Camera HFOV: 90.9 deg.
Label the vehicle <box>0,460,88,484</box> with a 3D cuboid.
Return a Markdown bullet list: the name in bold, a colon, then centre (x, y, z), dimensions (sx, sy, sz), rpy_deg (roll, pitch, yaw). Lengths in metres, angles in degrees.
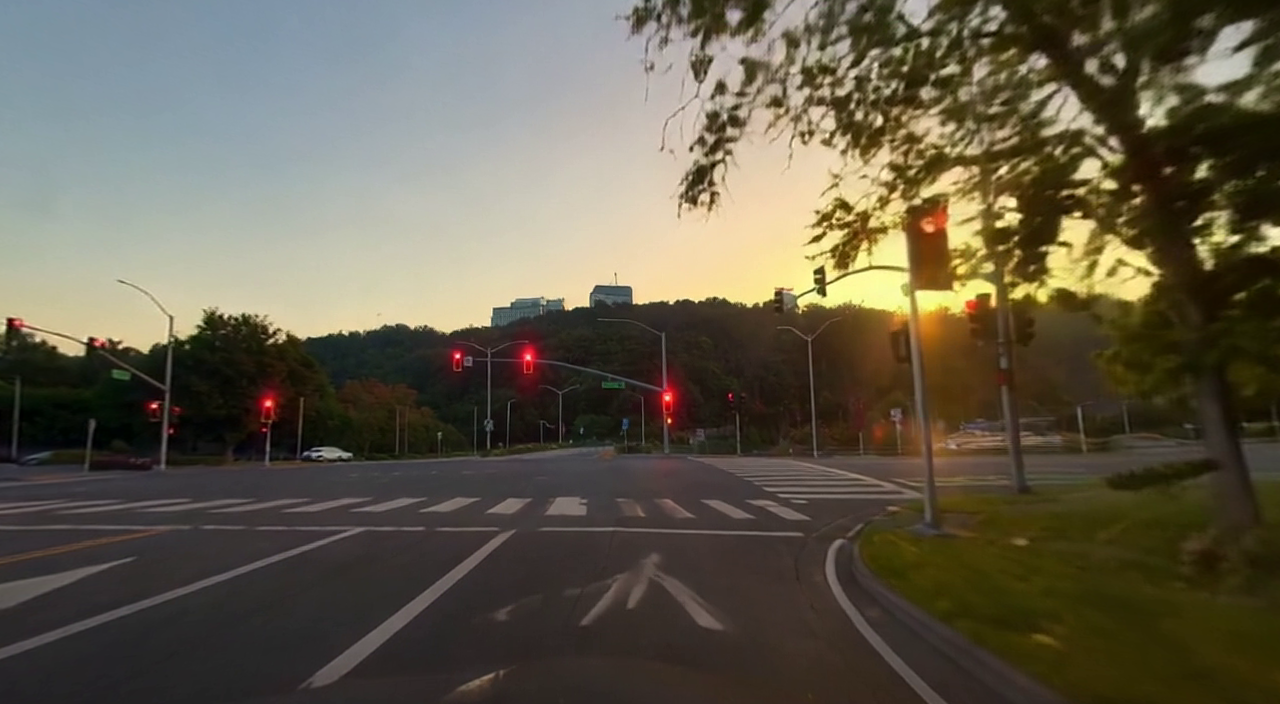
- **vehicle**: centre (-36.821, 7.386, 38.933), dimensions (3.748, 1.389, 1.656), rpy_deg (0, -8, 0)
